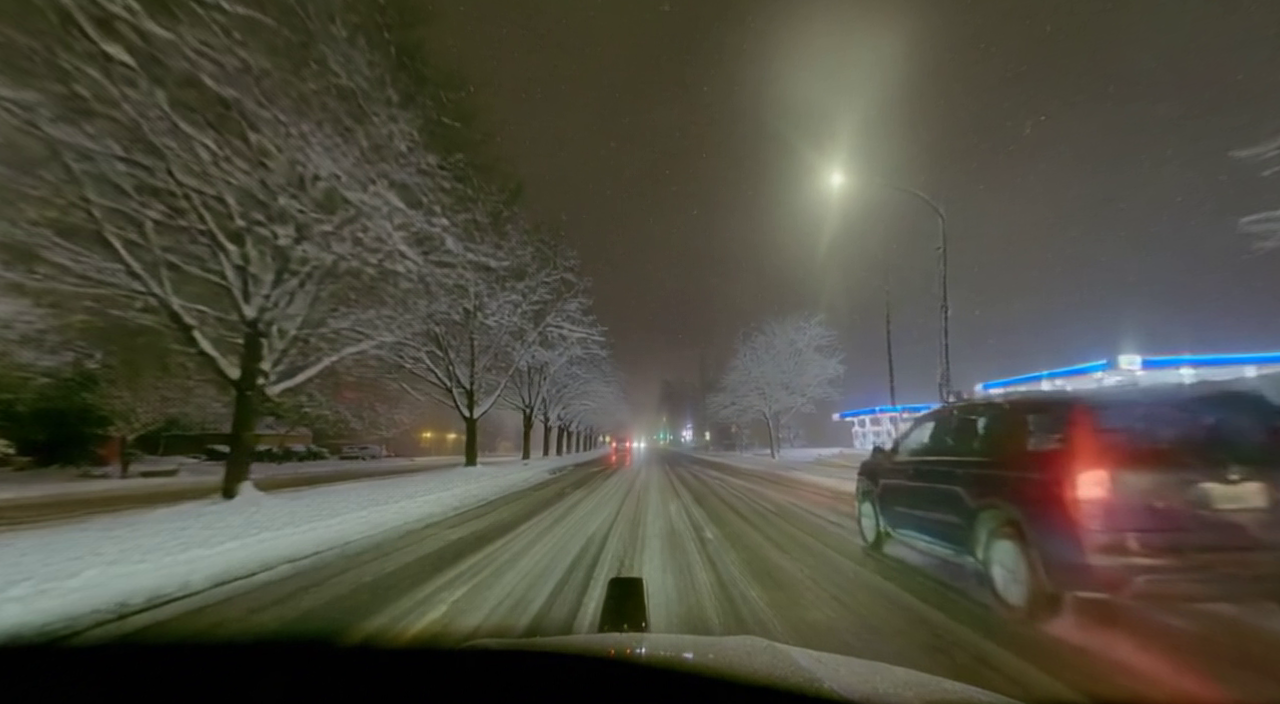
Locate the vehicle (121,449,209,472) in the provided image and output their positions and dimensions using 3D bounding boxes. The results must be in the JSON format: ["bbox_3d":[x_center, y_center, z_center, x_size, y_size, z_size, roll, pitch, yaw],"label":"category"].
[{"bbox_3d":[-31.293,7.147,41.621,4.275,1.411,1.968,-1,-8,3],"label":"vehicle"}]

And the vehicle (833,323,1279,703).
[{"bbox_3d":[3.375,1.094,4.981,2.151,1.771,4.792,0,-8,0],"label":"vehicle"}]

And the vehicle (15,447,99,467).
[{"bbox_3d":[-44.193,7.934,47.820,4.315,1.478,1.931,1,-9,-2],"label":"vehicle"}]
